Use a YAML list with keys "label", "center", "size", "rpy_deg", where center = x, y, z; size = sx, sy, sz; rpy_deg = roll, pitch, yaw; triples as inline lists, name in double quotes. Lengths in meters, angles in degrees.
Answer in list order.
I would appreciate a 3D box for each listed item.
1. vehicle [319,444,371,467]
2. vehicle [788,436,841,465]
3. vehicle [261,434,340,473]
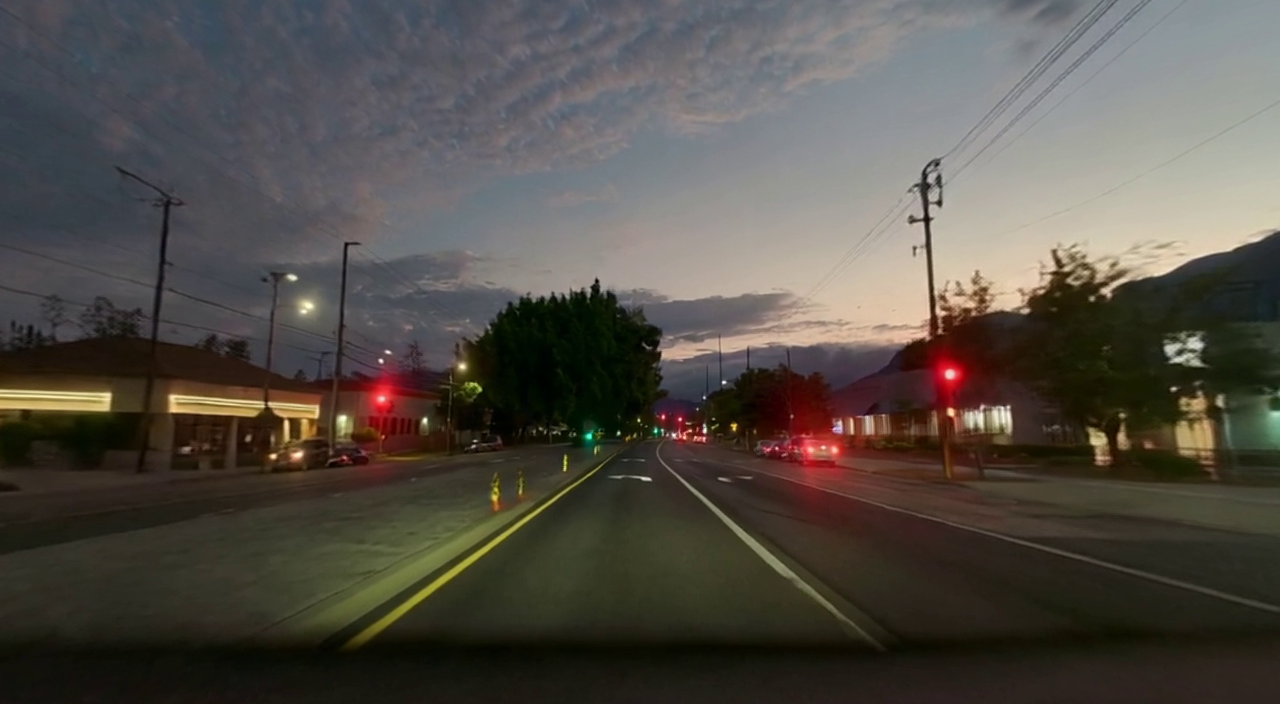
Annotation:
- label: "vehicle"
  center: [-19.410, 6.825, 41.722]
  size: [1.664, 1.443, 3.701]
  rpy_deg: [0, -8, 0]
- label: "vehicle"
  center: [10.133, 5.738, 36.954]
  size: [1.901, 1.586, 3.903]
  rpy_deg: [0, -8, 0]
- label: "vehicle"
  center: [-19.422, 5.838, 36.390]
  size: [1.954, 2.000, 4.687]
  rpy_deg: [-2, -9, 0]
